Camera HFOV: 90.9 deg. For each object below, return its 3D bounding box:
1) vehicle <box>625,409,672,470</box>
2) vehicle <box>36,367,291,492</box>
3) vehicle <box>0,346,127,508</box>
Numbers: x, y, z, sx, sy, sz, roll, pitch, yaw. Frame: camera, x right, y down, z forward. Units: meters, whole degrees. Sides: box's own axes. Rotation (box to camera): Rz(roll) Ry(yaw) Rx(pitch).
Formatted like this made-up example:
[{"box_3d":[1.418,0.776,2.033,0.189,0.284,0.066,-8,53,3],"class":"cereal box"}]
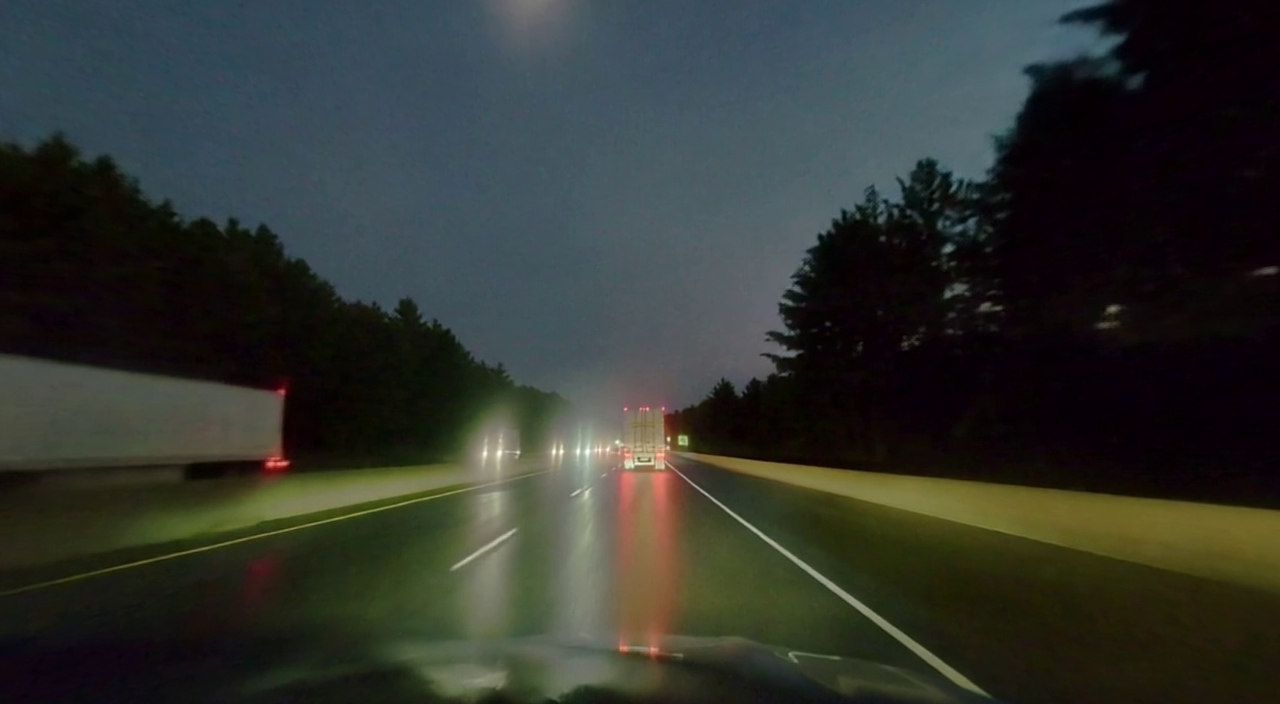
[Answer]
[{"box_3d":[0.491,6.526,46.499,3.024,3.965,10.399,0,-9,-1],"class":"vehicle"},{"box_3d":[-16.810,2.974,23.365,2.876,3.780,8.158,0,-9,0],"class":"vehicle"},{"box_3d":[-16.836,1.555,13.590,2.927,3.858,10.028,0,-9,0],"class":"vehicle"}]
